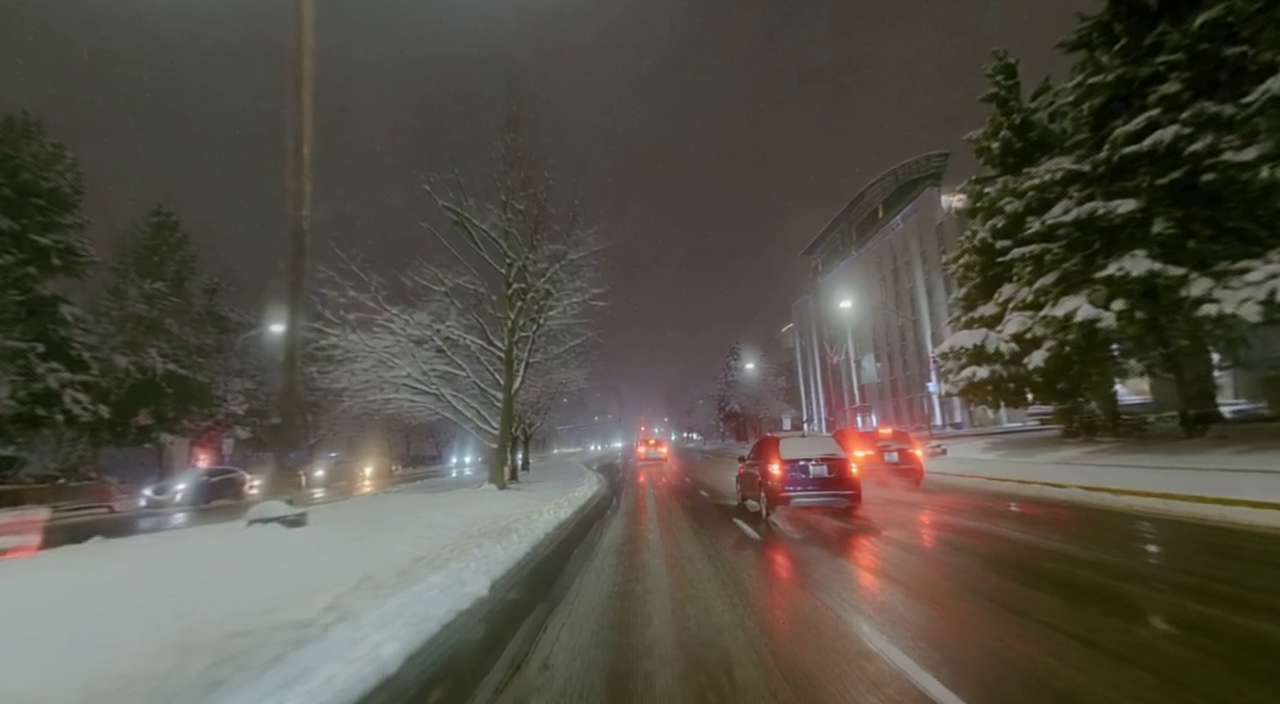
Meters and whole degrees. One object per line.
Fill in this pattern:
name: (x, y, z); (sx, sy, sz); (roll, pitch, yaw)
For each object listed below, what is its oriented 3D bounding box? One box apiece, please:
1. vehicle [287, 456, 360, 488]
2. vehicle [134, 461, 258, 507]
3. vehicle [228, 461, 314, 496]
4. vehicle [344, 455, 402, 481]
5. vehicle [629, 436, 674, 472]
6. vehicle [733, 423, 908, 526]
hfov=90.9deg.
vehicle: (-18.637, 7.067, 37.319); (2.049, 1.678, 4.376); (0, -8, 0)
vehicle: (-18.565, 5.515, 26.664); (1.853, 1.614, 4.514); (-1, -8, 2)
vehicle: (-18.547, 6.347, 31.938); (1.786, 1.523, 4.309); (0, -8, -1)
vehicle: (-18.465, 8.018, 43.797); (1.956, 1.647, 4.643); (0, -8, 1)
vehicle: (0.504, 5.096, 31.608); (2.125, 1.669, 3.880); (0, -8, -1)
vehicle: (3.167, 2.262, 12.249); (1.931, 1.591, 4.708); (0, -8, -1)
